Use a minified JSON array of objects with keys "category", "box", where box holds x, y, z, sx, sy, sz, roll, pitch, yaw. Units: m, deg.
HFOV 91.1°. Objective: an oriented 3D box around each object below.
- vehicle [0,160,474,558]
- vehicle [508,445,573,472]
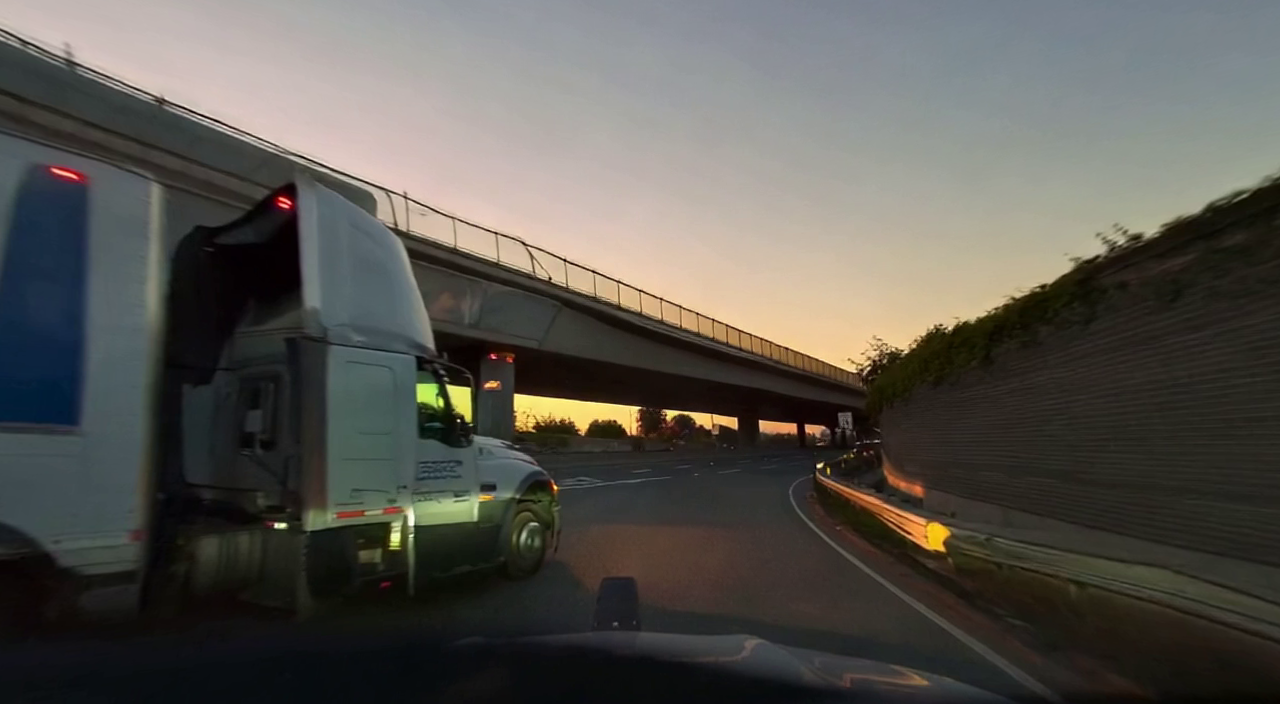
[{"category":"vehicle","box":[-6.982,0.435,9.185,2.997,4.029,10.500,-3,-8,22]},{"category":"vehicle","box":[-5.967,6.427,38.182,1.924,1.498,4.237,-4,-9,24]}]
